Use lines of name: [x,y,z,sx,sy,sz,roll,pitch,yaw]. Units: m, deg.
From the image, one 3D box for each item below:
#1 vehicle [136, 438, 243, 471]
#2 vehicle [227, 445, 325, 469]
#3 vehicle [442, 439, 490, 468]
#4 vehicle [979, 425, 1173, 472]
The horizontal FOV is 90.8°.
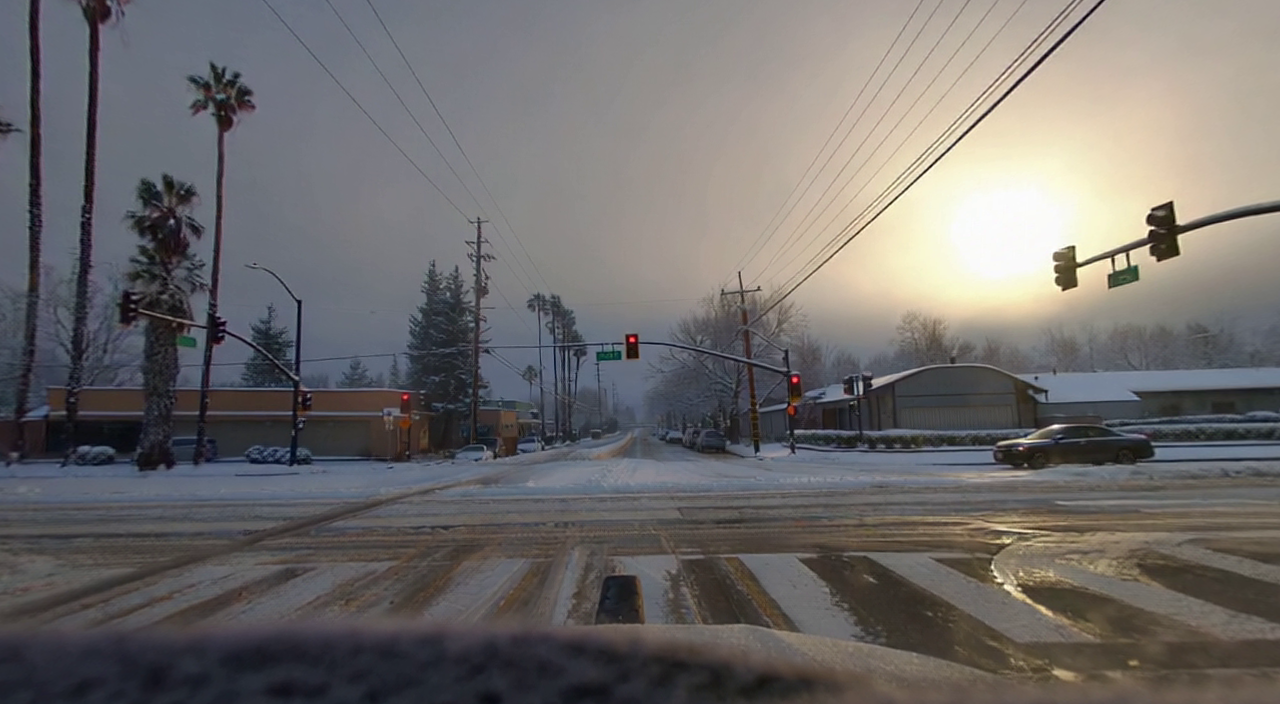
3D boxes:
vehicle: [-25.917,5.924,36.466,4.613,1.820,2.021,-1,-9,3]
vehicle: [-22.315,6.436,38.837,4.849,1.444,1.881,0,-8,1]
vehicle: [-11.966,6.989,43.794,2.016,1.717,4.287,0,-6,1]
vehicle: [14.422,3.228,21.172,4.918,1.479,1.897,-1,-9,7]
